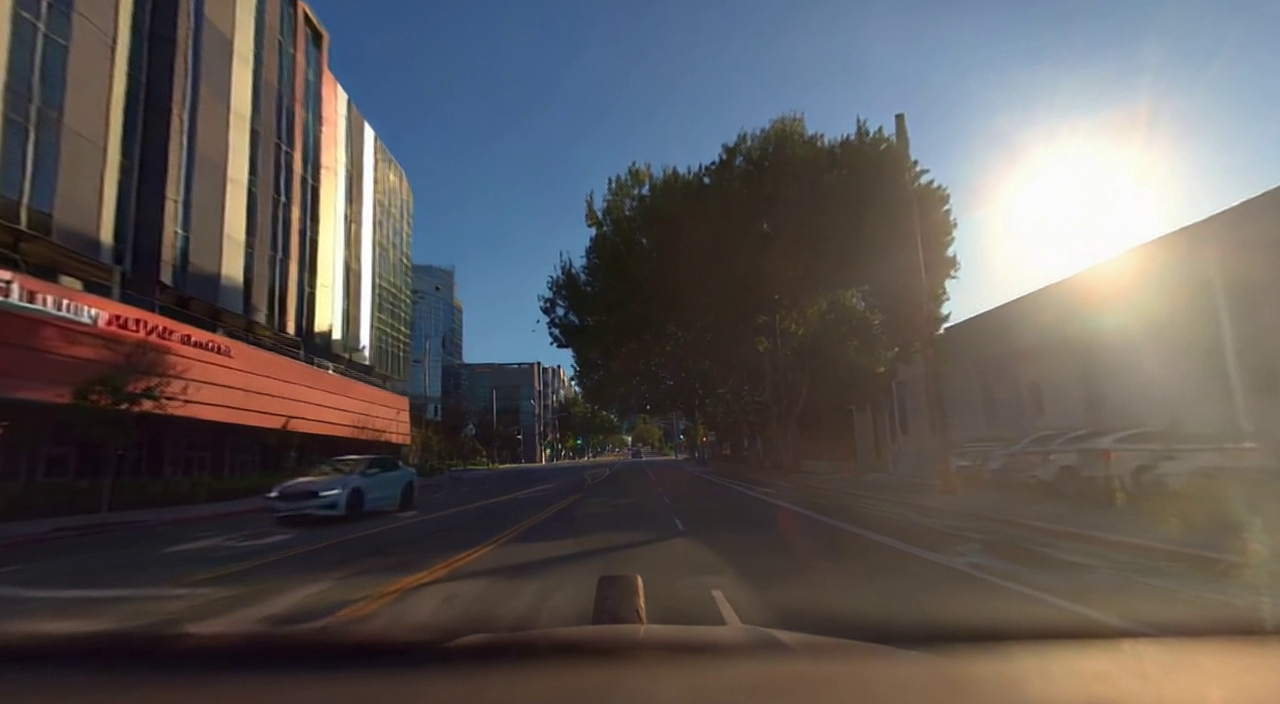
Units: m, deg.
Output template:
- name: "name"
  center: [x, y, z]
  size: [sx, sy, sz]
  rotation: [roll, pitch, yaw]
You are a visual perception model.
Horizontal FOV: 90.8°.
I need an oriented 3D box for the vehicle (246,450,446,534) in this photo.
- name: "vehicle"
  center: [-6.307, 3.020, 14.376]
  size: [2.037, 1.563, 4.754]
  rotation: [-1, -9, 4]
